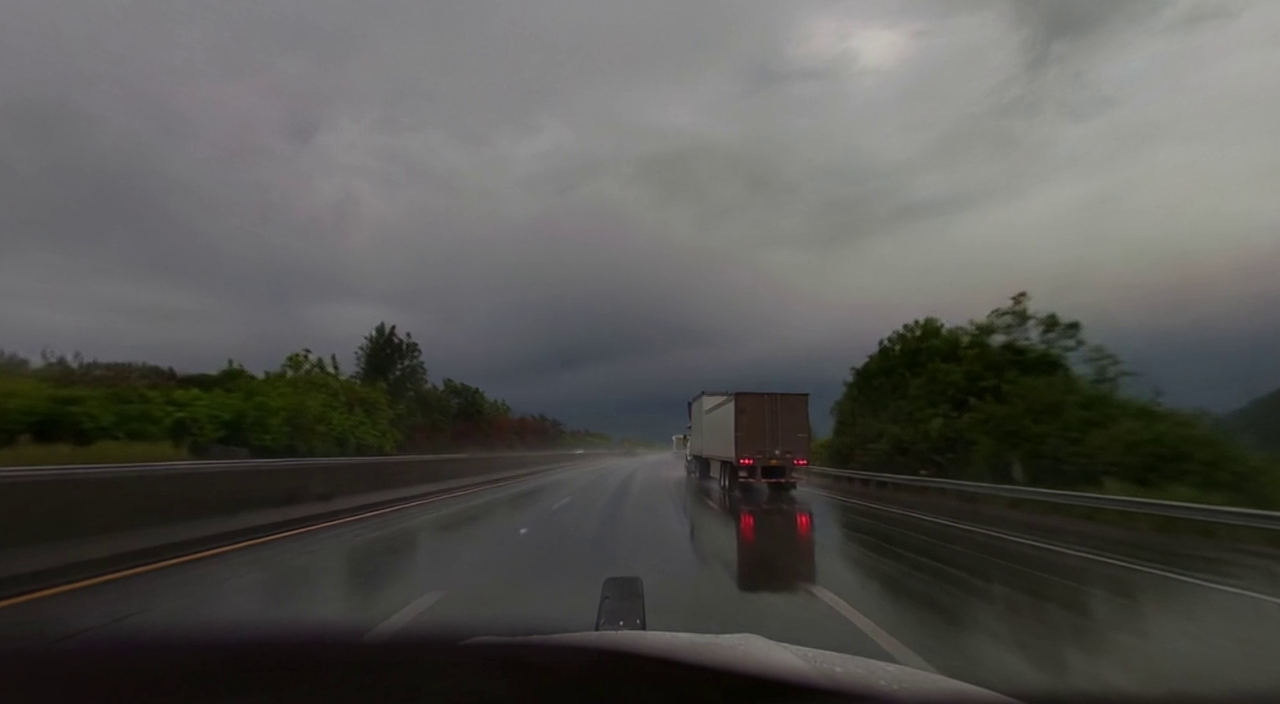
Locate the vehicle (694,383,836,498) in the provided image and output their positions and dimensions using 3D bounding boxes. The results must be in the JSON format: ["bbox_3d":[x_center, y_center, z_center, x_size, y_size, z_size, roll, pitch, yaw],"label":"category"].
[{"bbox_3d":[4.340,3.744,25.953,2.868,3.427,14.032,0,-9,-1],"label":"vehicle"}]
